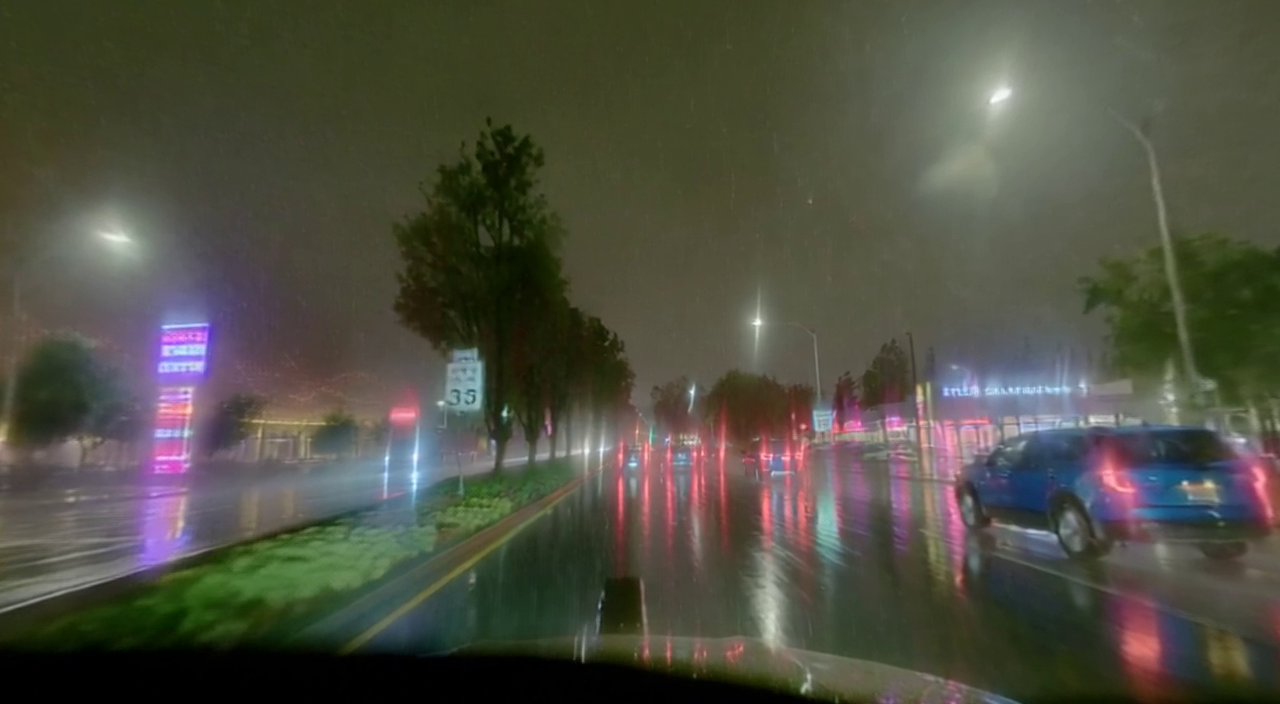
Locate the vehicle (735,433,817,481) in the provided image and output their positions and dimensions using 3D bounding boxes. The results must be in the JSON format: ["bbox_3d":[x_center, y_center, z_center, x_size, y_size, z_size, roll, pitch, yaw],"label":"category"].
[{"bbox_3d":[5.499,4.334,26.309,2.140,1.811,4.593,0,-8,-3],"label":"vehicle"}]

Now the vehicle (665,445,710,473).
[{"bbox_3d":[2.431,5.599,33.282,1.970,1.402,3.756,0,-8,-2],"label":"vehicle"}]

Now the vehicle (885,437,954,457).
[{"bbox_3d":[20.488,6.989,46.452,4.083,1.441,2.008,0,-8,-1],"label":"vehicle"}]

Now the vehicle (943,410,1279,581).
[{"bbox_3d":[6.053,1.714,8.348,1.949,1.647,4.261,0,-8,0],"label":"vehicle"}]

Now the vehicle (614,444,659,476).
[{"bbox_3d":[-0.180,5.138,30.286,2.056,1.440,3.798,0,-8,-1],"label":"vehicle"}]
